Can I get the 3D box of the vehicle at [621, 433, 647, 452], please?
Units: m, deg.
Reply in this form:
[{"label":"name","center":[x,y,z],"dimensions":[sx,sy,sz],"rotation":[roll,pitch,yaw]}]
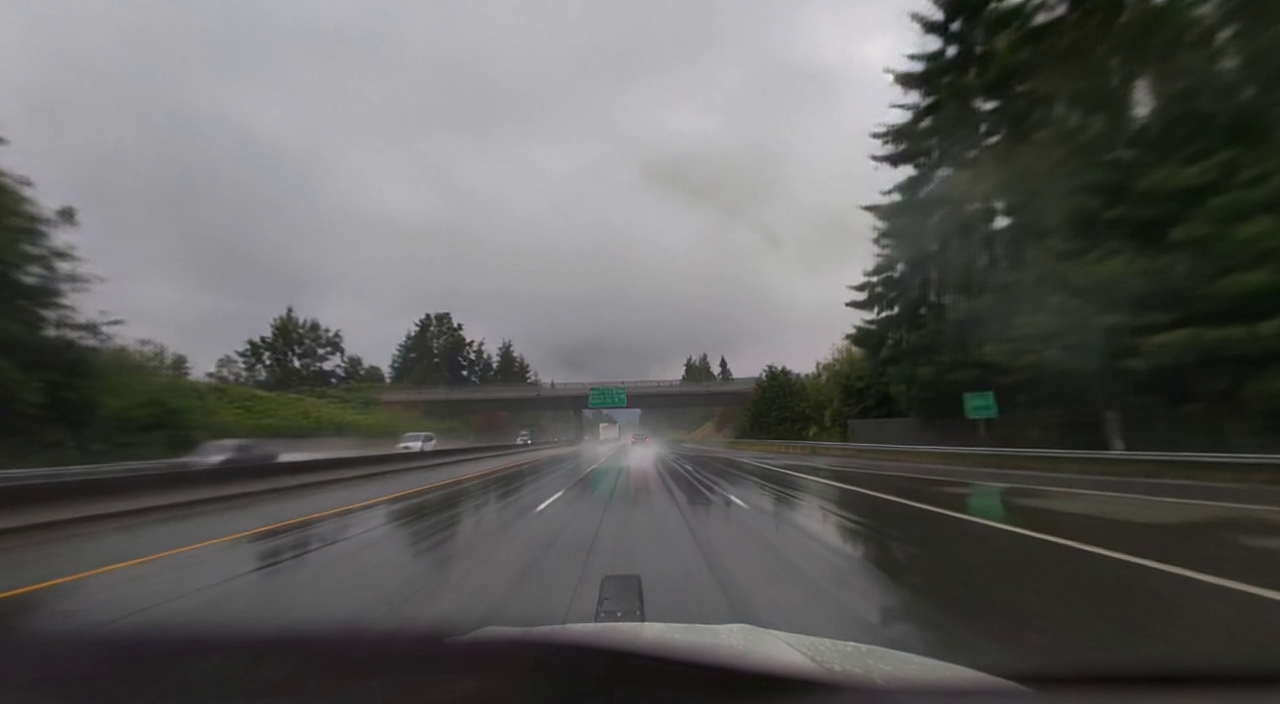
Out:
[{"label":"vehicle","center":[-0.547,7.108,49.518],"dimensions":[1.952,1.438,3.702],"rotation":[0,-8,-2]}]
